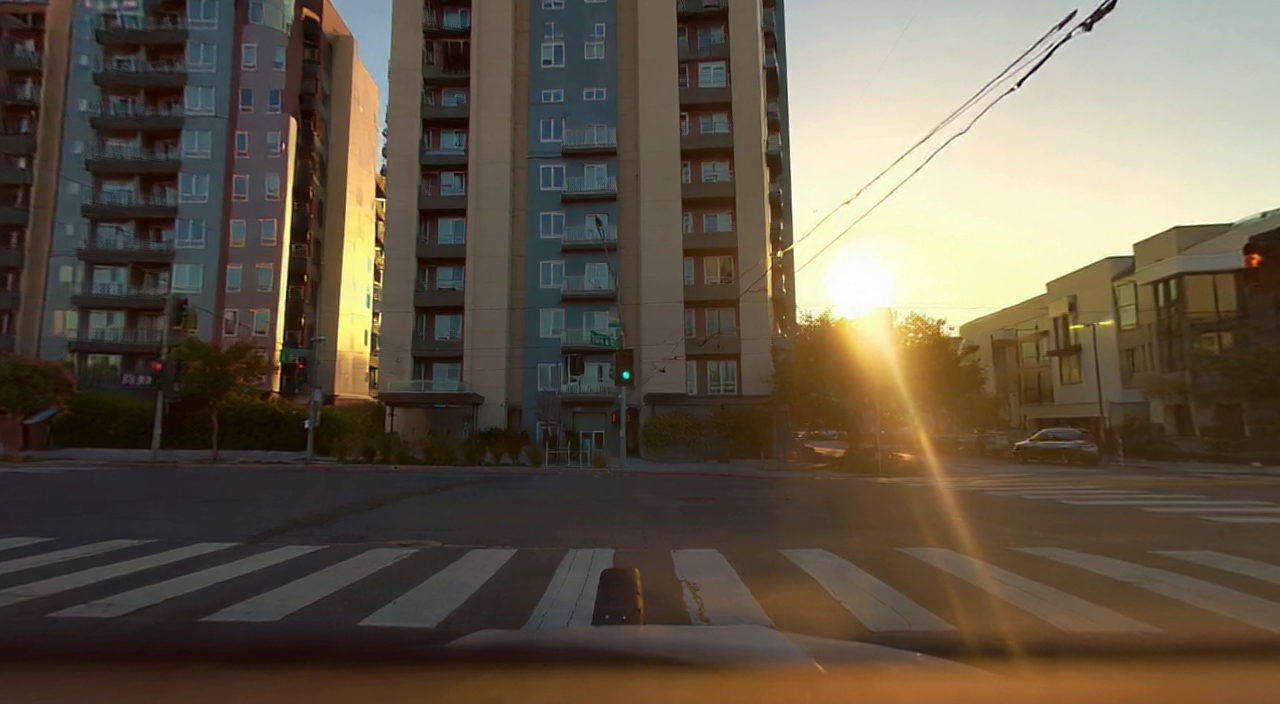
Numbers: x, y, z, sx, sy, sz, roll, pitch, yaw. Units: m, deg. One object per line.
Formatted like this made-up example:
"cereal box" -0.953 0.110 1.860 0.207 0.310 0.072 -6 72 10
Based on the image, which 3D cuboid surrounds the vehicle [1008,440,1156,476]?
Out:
"vehicle" 18.585 4.464 26.692 4.823 1.458 1.914 0 -9 -1
